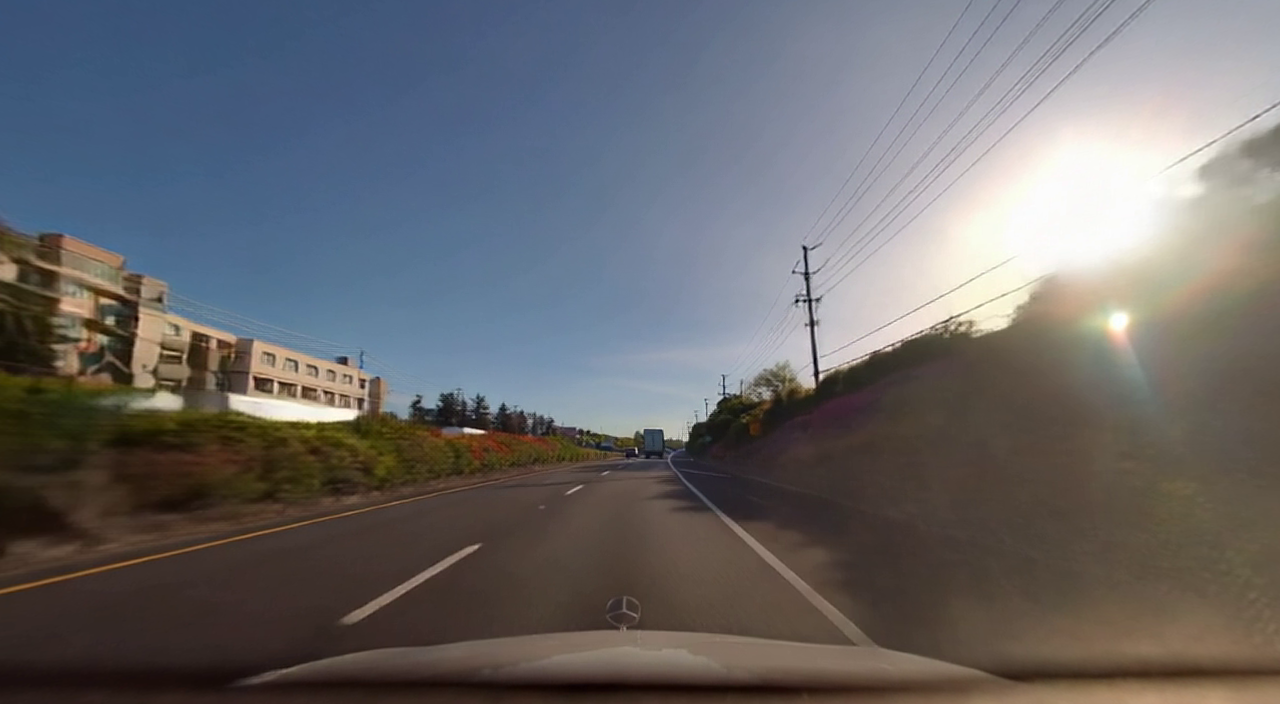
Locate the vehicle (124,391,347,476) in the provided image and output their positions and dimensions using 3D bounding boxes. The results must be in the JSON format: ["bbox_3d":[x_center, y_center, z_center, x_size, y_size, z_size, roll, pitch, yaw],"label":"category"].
[{"bbox_3d":[-23.846,5.266,39.340,2.946,4.200,16.128,-1,-9,1],"label":"vehicle"}]

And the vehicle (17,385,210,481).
[{"bbox_3d":[-24.076,3.866,29.435,2.983,3.913,6.652,-1,-9,1],"label":"vehicle"}]
